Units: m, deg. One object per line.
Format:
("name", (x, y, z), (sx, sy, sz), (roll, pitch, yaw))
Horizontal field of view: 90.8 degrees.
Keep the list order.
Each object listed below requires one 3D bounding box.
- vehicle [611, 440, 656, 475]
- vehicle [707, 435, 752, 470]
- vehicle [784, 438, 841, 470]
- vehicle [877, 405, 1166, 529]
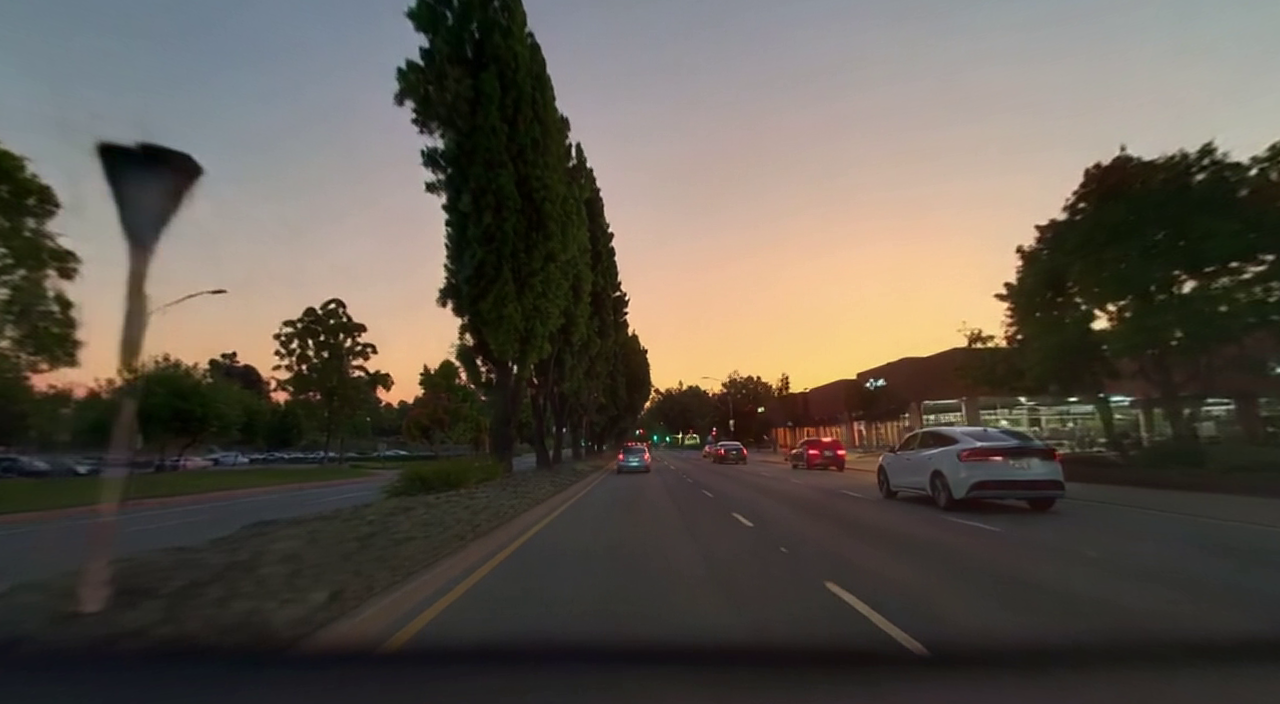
("vehicle", (-0.290, 5.053, 30.505), (2.037, 1.568, 3.693), (0, -8, 0))
("vehicle", (5.045, 5.731, 36.172), (1.955, 1.845, 4.538), (0, -8, 1))
("vehicle", (10.278, 6.115, 38.035), (1.988, 1.783, 5.324), (0, -8, 1))
("vehicle", (7.066, 2.211, 12.804), (2.240, 1.923, 5.678), (0, -8, -1))
